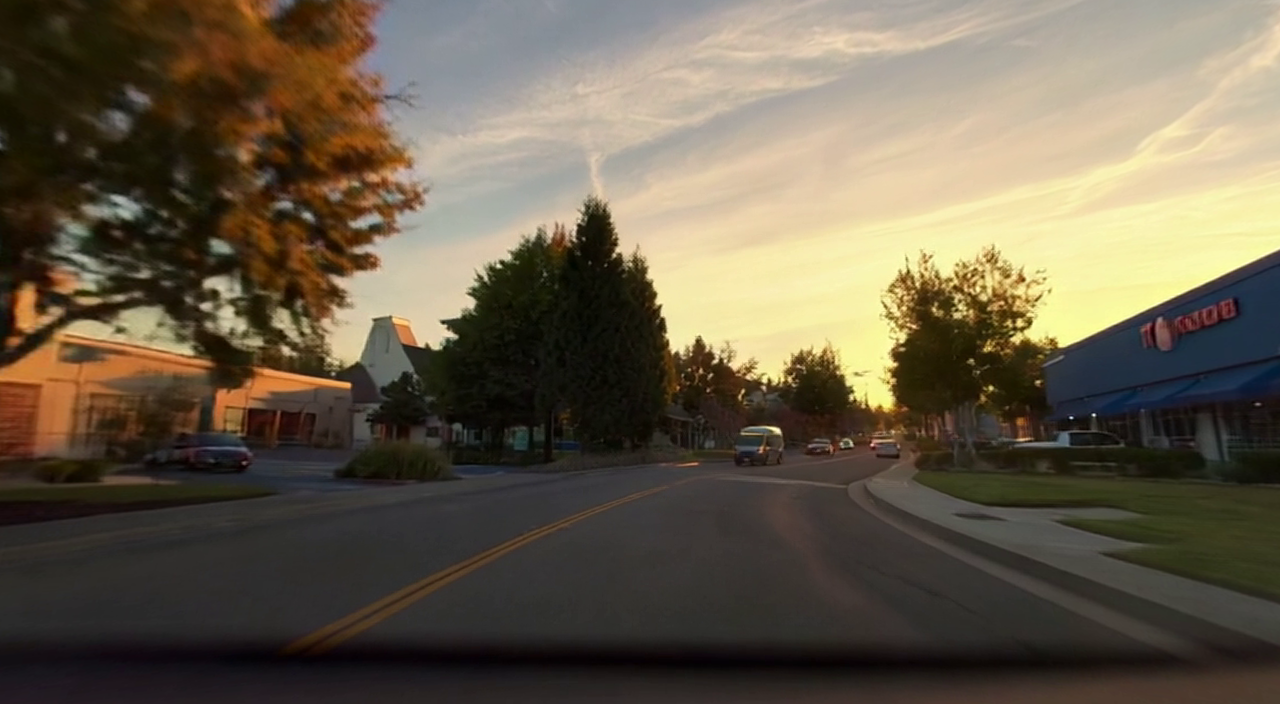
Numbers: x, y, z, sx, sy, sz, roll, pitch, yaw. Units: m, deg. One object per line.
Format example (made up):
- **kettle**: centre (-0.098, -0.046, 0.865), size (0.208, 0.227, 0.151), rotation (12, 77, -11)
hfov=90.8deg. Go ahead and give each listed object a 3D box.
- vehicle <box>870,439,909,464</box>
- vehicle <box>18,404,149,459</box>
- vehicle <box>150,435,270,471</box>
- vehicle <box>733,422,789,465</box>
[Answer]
- **vehicle**: centre (18.787, 7.475, 47.805), size (2.292, 1.767, 5.128), rotation (-3, -9, 17)
- **vehicle**: centre (-28.786, 4.252, 33.033), size (2.576, 2.597, 5.438), rotation (1, -9, -12)
- **vehicle**: centre (-21.261, 4.989, 31.465), size (4.410, 1.689, 1.974), rotation (2, -9, -13)
- **vehicle**: centre (8.802, 6.559, 45.373), size (2.674, 2.815, 6.582), rotation (-4, -9, 21)
